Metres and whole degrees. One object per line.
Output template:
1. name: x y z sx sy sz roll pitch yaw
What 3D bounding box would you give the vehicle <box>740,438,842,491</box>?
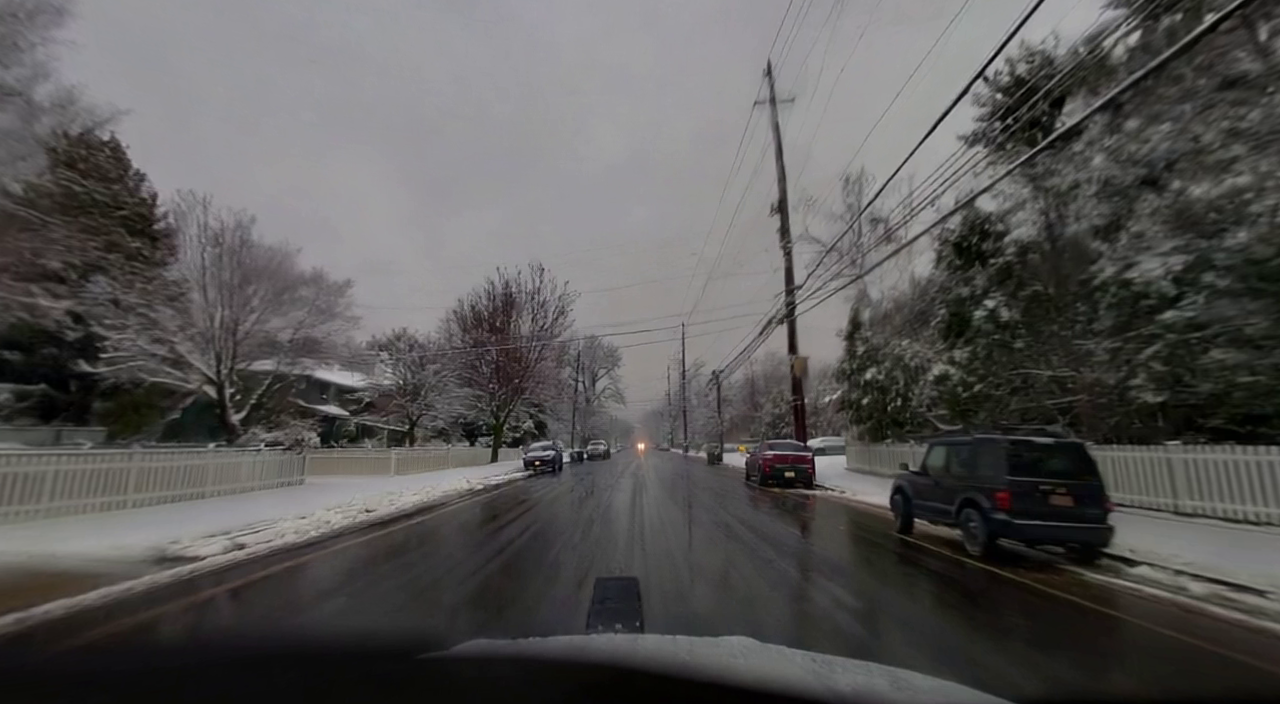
1. vehicle: 4.806 3.638 20.823 2.170 1.549 4.178 0 -8 -2

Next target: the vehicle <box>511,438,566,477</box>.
1. vehicle: -5.069 5.284 32.096 1.970 1.666 4.223 -3 -7 1
